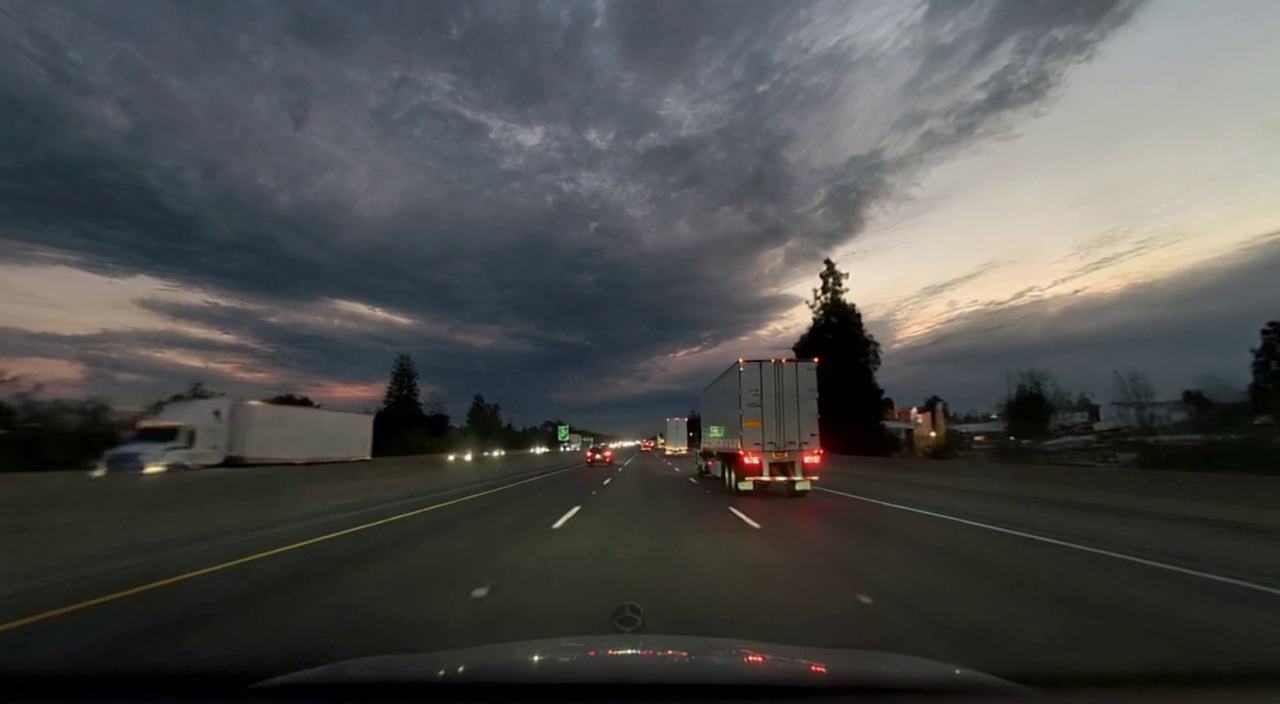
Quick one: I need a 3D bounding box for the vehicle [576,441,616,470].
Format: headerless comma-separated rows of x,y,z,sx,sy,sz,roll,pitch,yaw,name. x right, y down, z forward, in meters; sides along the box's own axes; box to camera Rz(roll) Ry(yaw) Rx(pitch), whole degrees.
-2.863,6.867,42.151,2.291,1.788,4.825,0,-9,1,vehicle

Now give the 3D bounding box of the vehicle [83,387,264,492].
-19.465,3.748,26.885,2.929,3.945,5.887,0,-9,1,vehicle

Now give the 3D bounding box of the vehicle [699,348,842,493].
4.486,3.045,25.651,2.826,4.269,14.176,0,-9,0,vehicle
